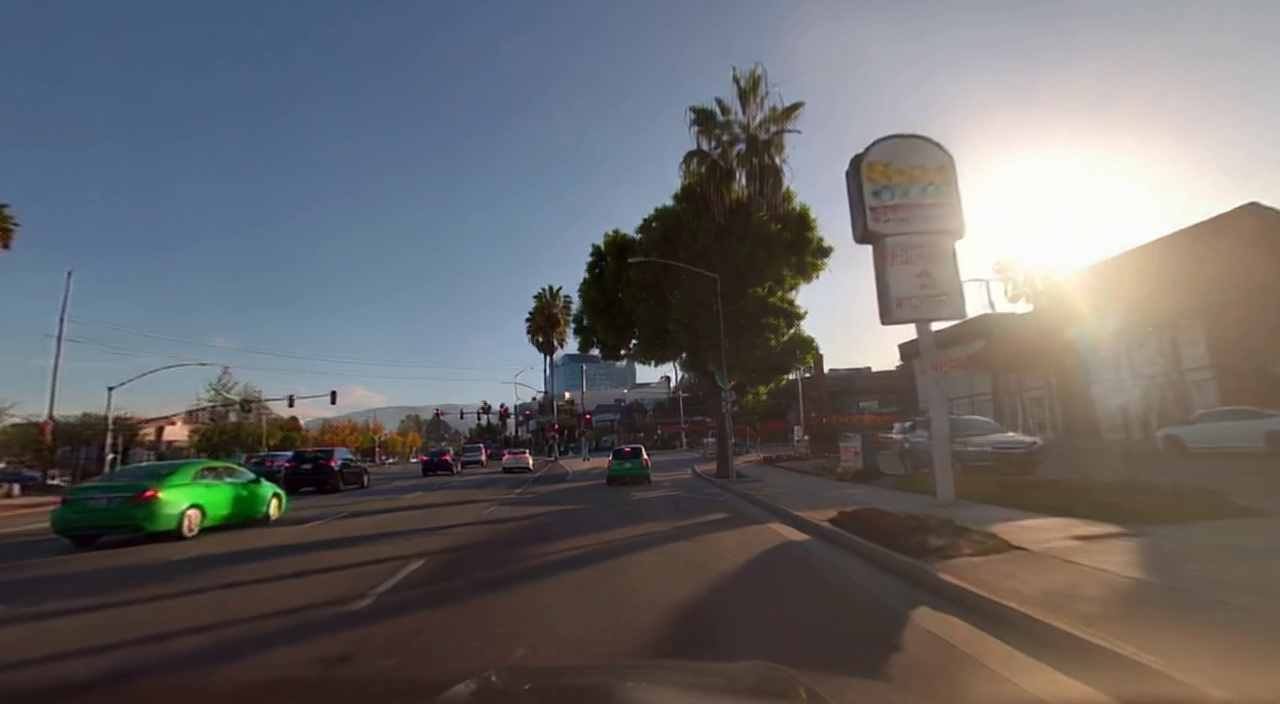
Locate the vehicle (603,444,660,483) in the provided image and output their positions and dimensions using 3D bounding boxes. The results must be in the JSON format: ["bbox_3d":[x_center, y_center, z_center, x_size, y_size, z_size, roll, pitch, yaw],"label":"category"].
[{"bbox_3d":[-0.262,4.663,26.719,2.070,1.493,4.570,-1,-9,3],"label":"vehicle"}]

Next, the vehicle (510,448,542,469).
[{"bbox_3d":[-8.755,8.188,48.861,1.912,1.487,4.471,0,-9,-4],"label":"vehicle"}]

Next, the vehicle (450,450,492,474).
[{"bbox_3d":[-11.301,7.354,42.493,1.905,1.482,4.463,1,-9,-5],"label":"vehicle"}]

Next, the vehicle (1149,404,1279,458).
[{"bbox_3d":[18.177,2.396,18.736,1.882,1.463,4.550,1,-9,-10],"label":"vehicle"}]

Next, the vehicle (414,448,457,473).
[{"bbox_3d":[-15.034,7.991,46.722,2.020,1.709,4.343,1,-9,-5],"label":"vehicle"}]

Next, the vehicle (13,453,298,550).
[{"bbox_3d":[-8.763,2.686,12.110,1.958,1.455,4.504,0,-9,-2],"label":"vehicle"}]
